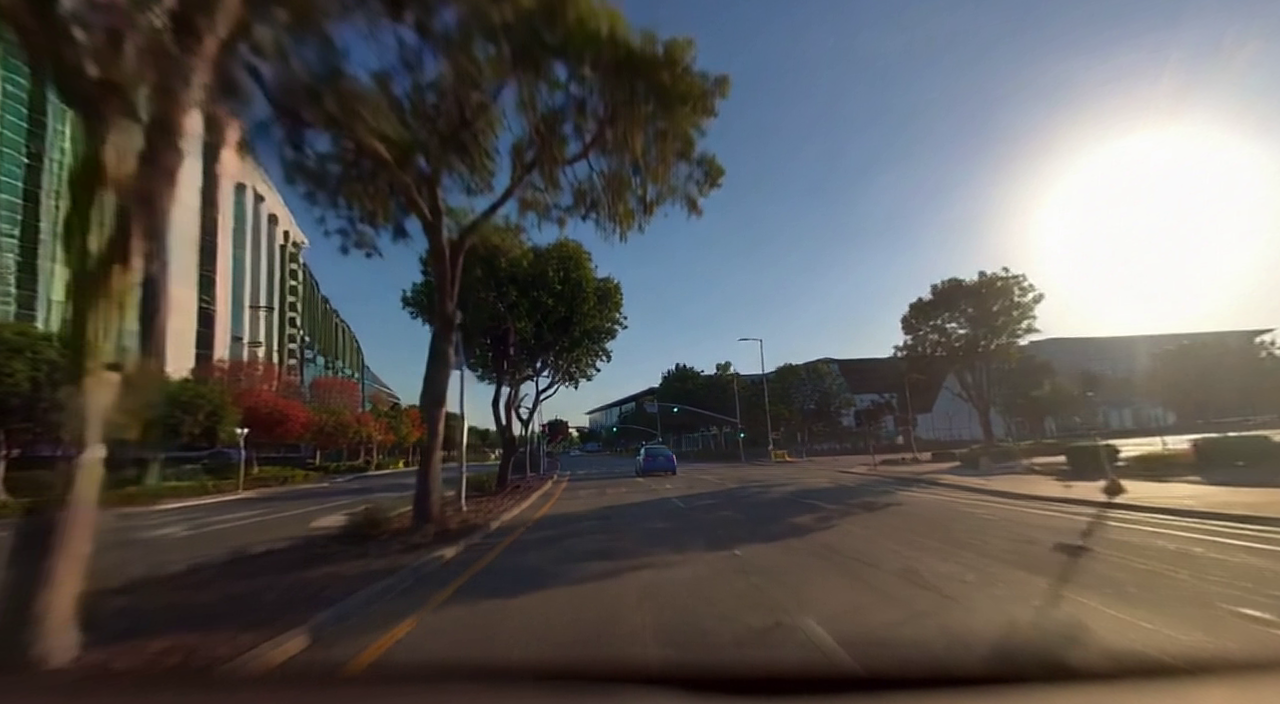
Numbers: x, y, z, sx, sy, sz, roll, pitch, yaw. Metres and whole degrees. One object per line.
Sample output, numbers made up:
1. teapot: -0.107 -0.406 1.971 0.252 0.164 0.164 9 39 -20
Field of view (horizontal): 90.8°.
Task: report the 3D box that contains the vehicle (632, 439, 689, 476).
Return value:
1. vehicle: 0.881 5.104 30.764 2.165 1.633 4.381 0 -8 -6
